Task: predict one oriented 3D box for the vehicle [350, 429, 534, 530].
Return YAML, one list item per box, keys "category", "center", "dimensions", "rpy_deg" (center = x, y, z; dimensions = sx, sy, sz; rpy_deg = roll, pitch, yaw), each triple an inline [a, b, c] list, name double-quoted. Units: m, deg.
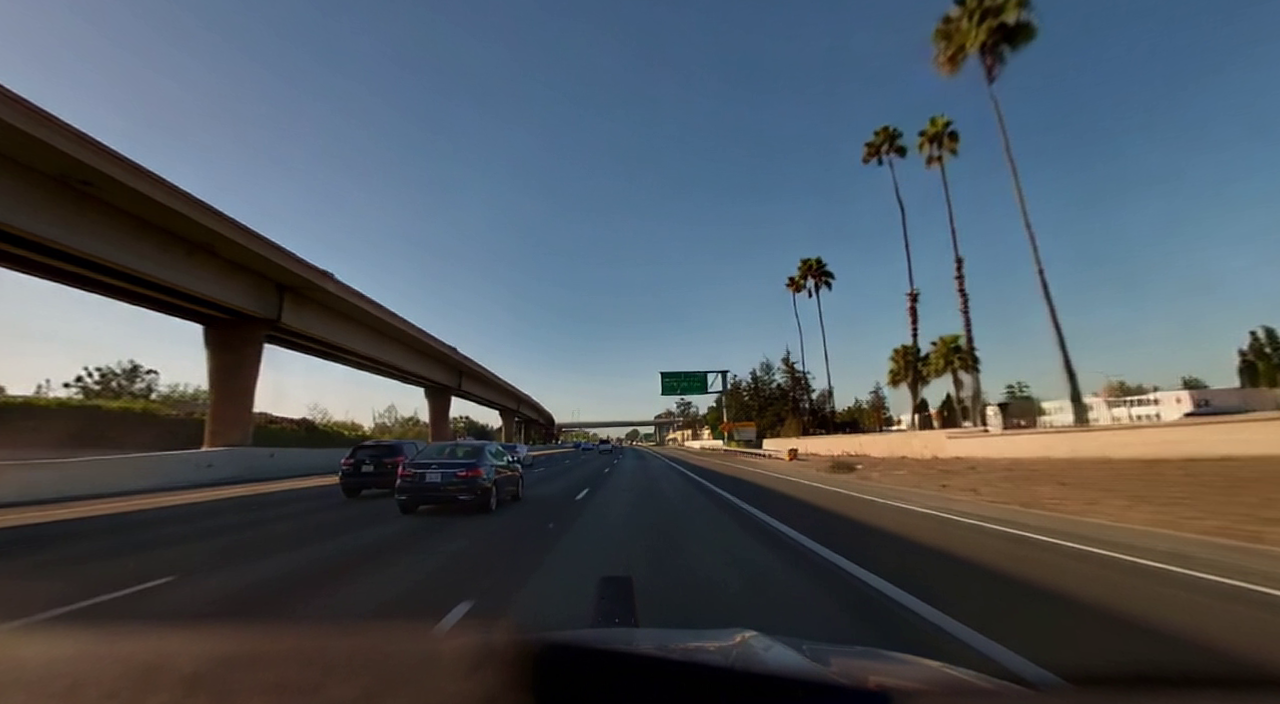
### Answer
- category: "vehicle"
  center: [-3.371, 2.269, 11.884]
  dimensions: [1.978, 1.499, 4.695]
  rpy_deg: [0, -8, 0]
